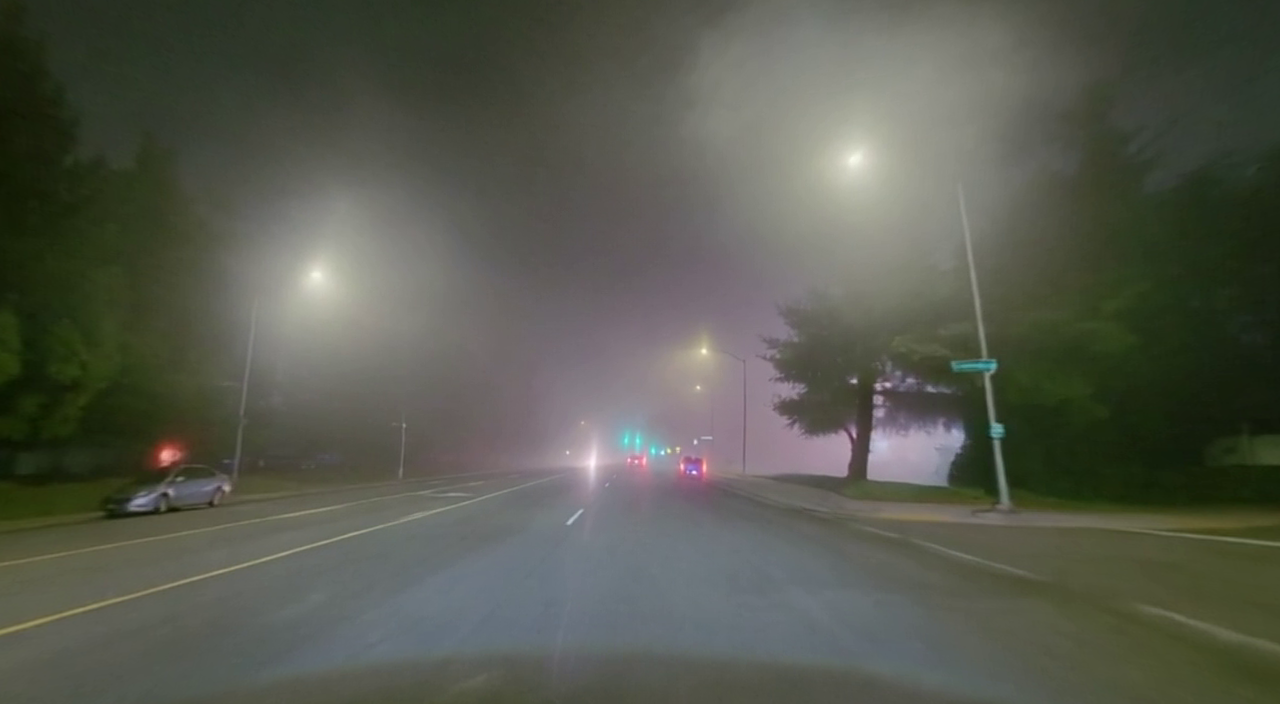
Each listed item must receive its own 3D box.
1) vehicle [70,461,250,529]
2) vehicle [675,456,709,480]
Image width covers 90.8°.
[{"bbox_3d":[-13.885,4.112,18.696,1.941,1.501,4.432,-3,-8,-1],"label":"vehicle"},{"bbox_3d":[3.523,7.894,43.286,1.942,1.502,4.244,0,-9,-1],"label":"vehicle"}]
